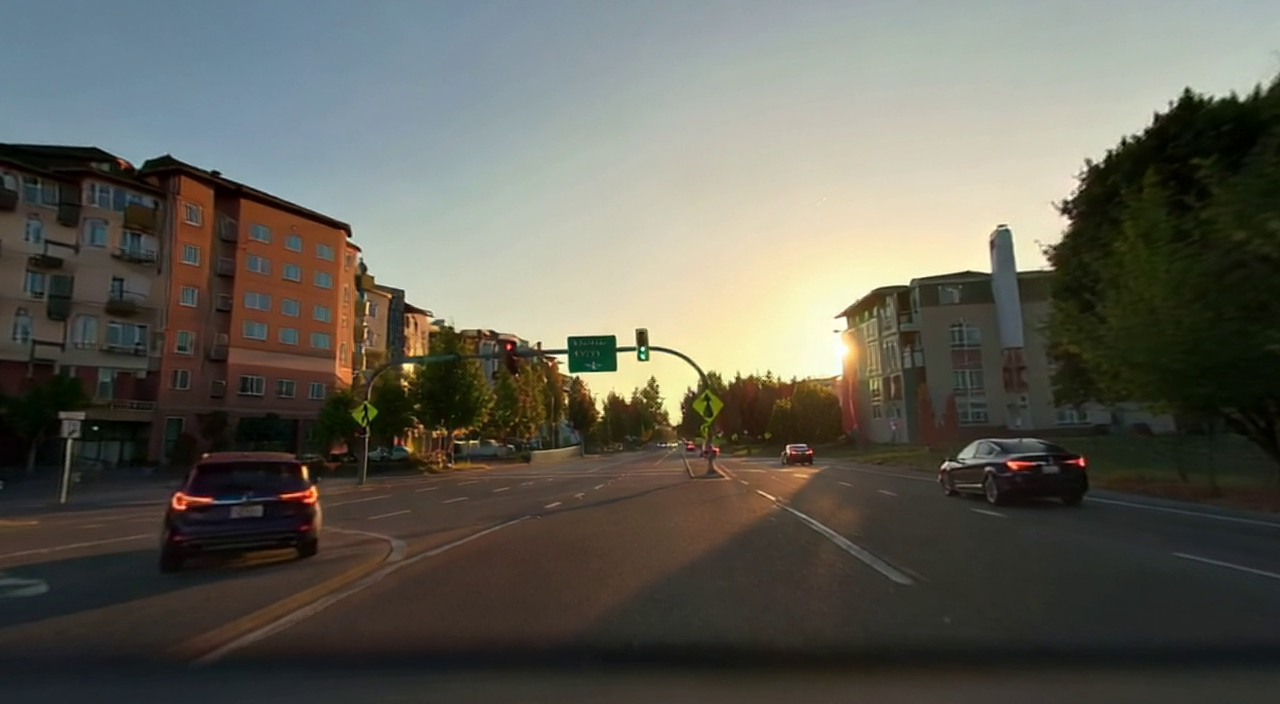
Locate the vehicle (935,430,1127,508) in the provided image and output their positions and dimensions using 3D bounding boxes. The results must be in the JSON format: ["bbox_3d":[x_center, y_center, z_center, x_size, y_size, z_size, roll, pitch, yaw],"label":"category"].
[{"bbox_3d":[9.099,2.747,15.117,2.007,1.586,4.210,-1,-9,3],"label":"vehicle"}]

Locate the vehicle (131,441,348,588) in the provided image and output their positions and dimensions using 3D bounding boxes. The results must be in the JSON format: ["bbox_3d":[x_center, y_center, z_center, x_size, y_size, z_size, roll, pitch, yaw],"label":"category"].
[{"bbox_3d":[-5.515,2.050,8.786,2.014,1.525,3.670,5,-10,-32],"label":"vehicle"}]

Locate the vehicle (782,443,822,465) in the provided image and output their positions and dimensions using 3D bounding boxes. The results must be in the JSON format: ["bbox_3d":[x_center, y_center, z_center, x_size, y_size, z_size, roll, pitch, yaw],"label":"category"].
[{"bbox_3d":[11.636,7.324,45.211,1.931,1.475,4.092,-1,-9,3],"label":"vehicle"}]
